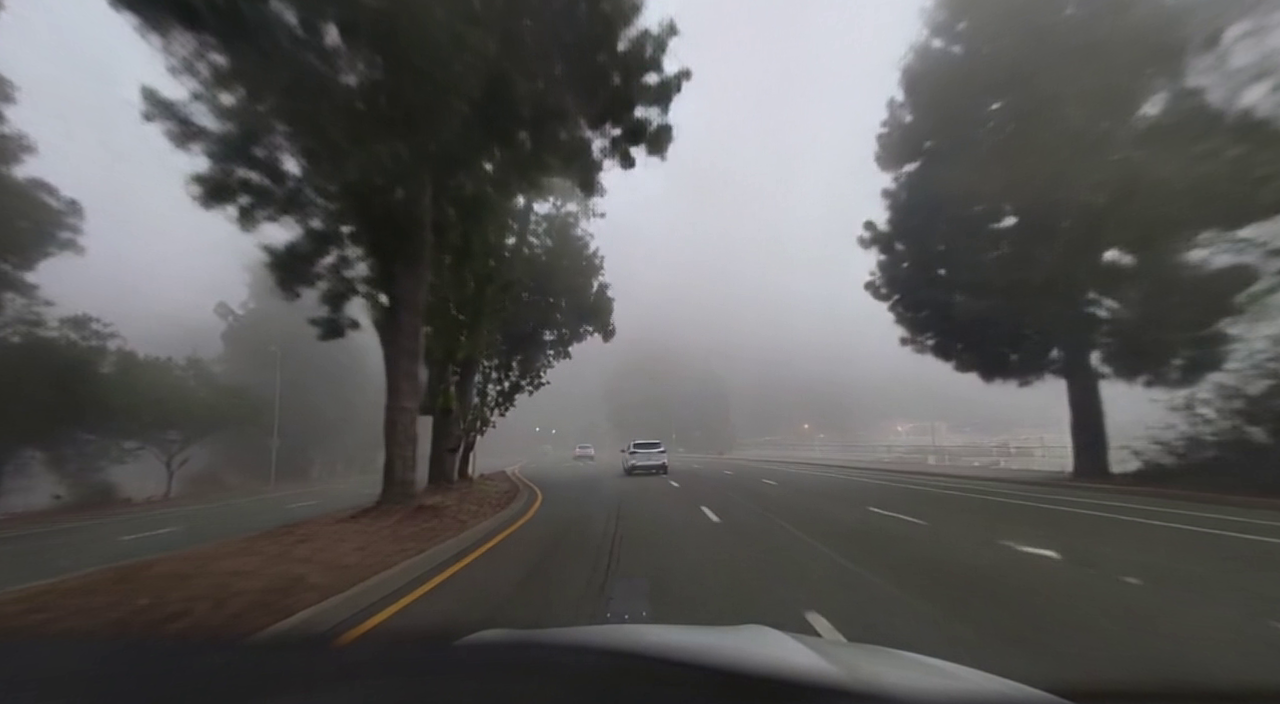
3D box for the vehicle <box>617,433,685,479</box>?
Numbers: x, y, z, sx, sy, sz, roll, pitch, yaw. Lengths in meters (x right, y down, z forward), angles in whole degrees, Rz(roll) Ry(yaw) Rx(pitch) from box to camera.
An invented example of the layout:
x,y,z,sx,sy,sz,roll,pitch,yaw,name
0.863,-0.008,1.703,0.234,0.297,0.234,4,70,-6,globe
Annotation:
x,y,z,sx,sy,sz,roll,pitch,yaw,name
0.359,4.376,26.730,2.253,1.756,4.313,1,-8,-7,vehicle
